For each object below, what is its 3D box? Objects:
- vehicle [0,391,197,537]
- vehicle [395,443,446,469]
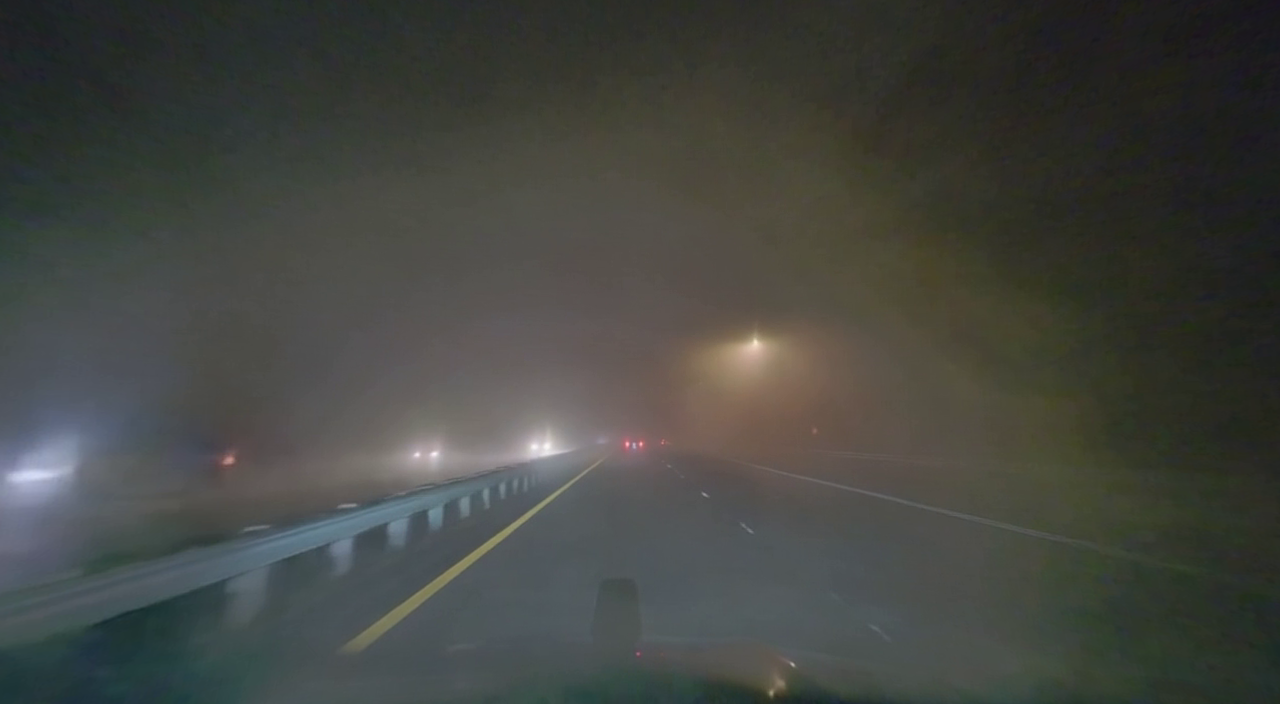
[{"bbox_3d":[-12.749,2.244,13.067,2.304,2.610,6.728,0,-8,-1],"label":"vehicle"},{"bbox_3d":[-12.878,6.111,37.237,1.748,1.440,3.680,0,-8,-1],"label":"vehicle"}]
